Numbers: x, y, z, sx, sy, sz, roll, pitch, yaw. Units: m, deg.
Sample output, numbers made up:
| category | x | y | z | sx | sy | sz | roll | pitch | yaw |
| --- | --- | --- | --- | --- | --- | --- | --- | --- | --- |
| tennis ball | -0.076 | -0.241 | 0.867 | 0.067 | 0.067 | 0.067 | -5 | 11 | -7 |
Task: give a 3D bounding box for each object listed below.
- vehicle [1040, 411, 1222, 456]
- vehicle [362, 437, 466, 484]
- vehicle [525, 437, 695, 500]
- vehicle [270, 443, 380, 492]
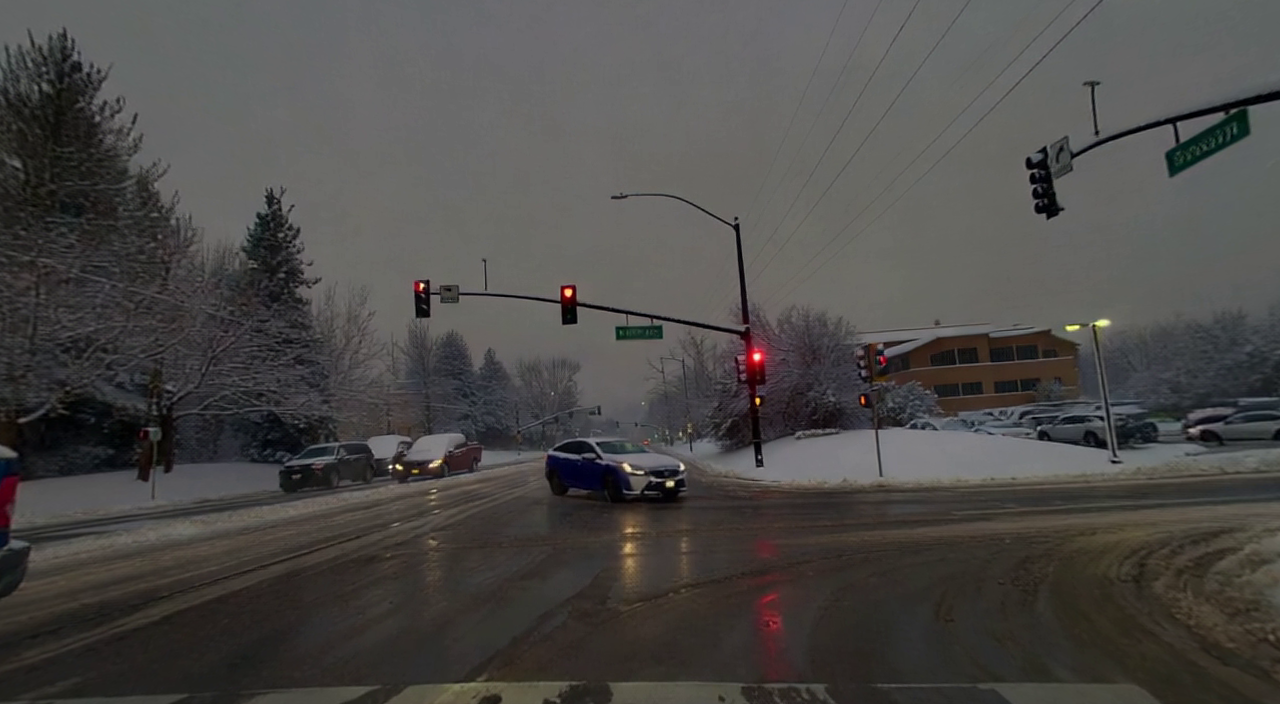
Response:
| category | x | y | z | sx | sy | sz | roll | pitch | yaw |
| --- | --- | --- | --- | --- | --- | --- | --- | --- | --- |
| vehicle | 16.956 | 2.903 | 22.103 | 4.560 | 1.453 | 1.851 | -3 | -9 | 18 |
| vehicle | -10.142 | 4.917 | 28.983 | 2.664 | 1.940 | 5.702 | 0 | -9 | 0 |
| vehicle | -0.940 | 3.131 | 17.403 | 4.592 | 1.470 | 2.071 | -9 | -12 | 44 |
| vehicle | -13.764 | 5.063 | 28.060 | 2.306 | 1.957 | 4.968 | 0 | -9 | -1 |
